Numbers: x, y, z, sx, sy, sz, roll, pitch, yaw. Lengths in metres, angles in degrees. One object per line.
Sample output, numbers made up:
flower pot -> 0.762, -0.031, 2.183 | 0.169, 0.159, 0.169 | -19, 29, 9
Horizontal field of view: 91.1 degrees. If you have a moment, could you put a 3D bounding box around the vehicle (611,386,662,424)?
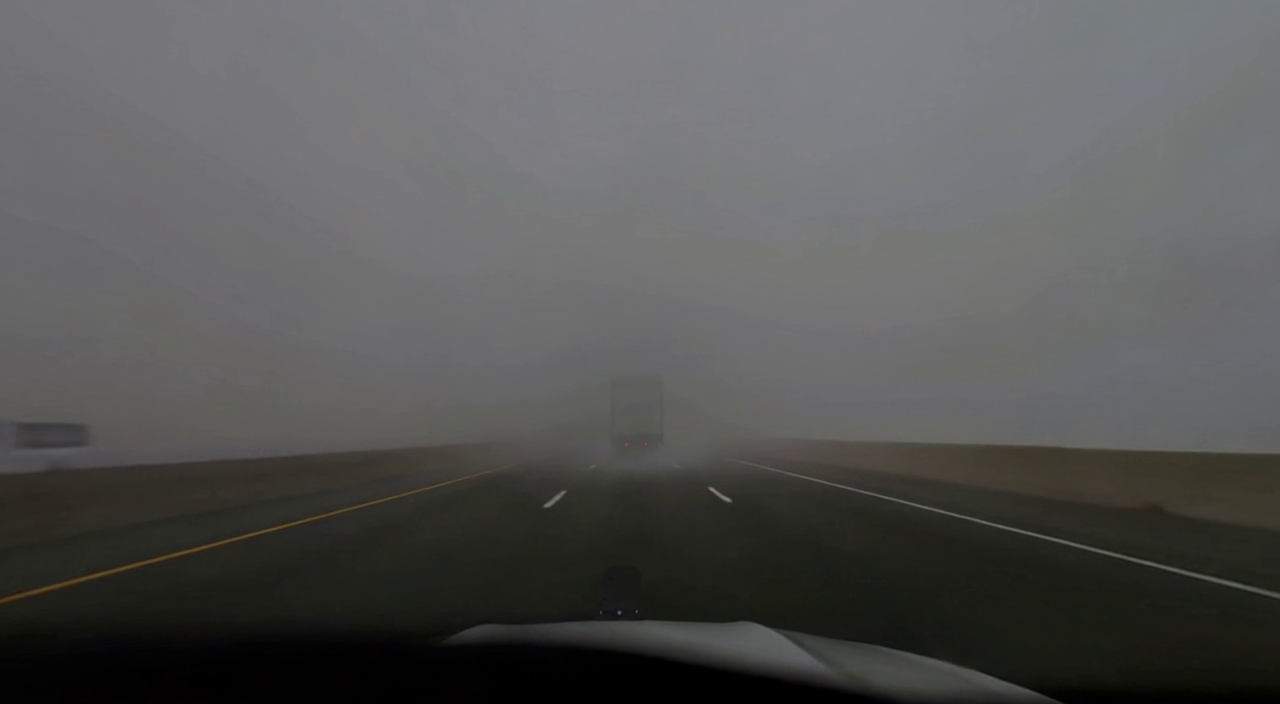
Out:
vehicle -> -0.180, 2.425, 28.040 | 2.112, 1.472, 4.240 | 0, -8, -1

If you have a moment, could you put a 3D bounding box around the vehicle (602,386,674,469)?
vehicle -> -0.268, 3.991, 32.604 | 2.953, 3.406, 13.372 | 0, -7, -2

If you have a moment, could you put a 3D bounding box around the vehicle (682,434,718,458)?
vehicle -> 3.886, 6.183, 41.652 | 1.910, 1.492, 4.324 | 0, -8, -1
